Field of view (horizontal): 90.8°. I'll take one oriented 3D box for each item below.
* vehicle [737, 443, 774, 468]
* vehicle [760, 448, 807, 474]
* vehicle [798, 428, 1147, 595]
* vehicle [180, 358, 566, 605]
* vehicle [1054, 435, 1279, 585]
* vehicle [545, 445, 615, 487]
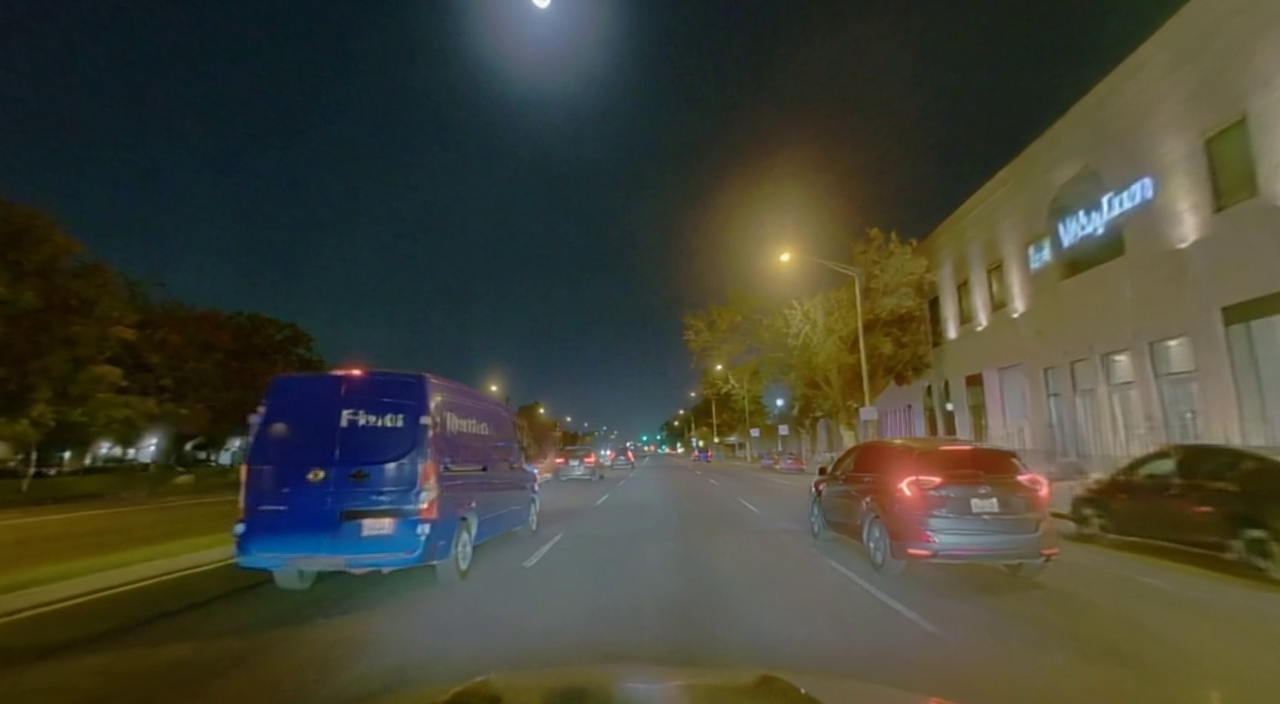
[{"bbox_3d":[8.768,7.893,48.315,2.017,1.745,4.670,0,-9,1],"label":"vehicle"},{"bbox_3d":[8.423,6.407,37.468,1.896,1.442,4.305,0,-9,2],"label":"vehicle"},{"bbox_3d":[3.579,1.790,8.053,2.021,1.491,4.563,0,-9,1],"label":"vehicle"},{"bbox_3d":[-2.692,1.542,8.431,2.490,2.153,5.594,0,-9,2],"label":"vehicle"},{"bbox_3d":[7.350,1.759,7.556,1.896,1.479,4.416,0,-9,2],"label":"vehicle"},{"bbox_3d":[-2.176,4.310,24.260,2.060,1.466,4.387,-1,-9,3],"label":"vehicle"}]
